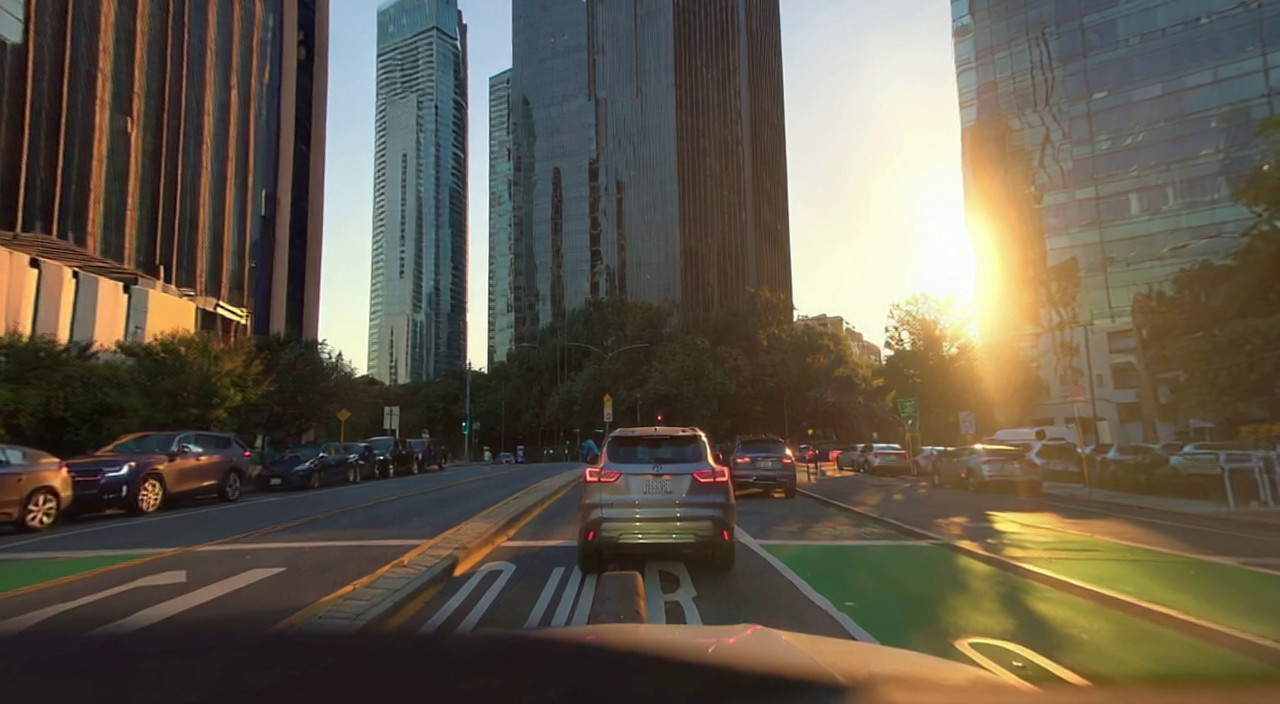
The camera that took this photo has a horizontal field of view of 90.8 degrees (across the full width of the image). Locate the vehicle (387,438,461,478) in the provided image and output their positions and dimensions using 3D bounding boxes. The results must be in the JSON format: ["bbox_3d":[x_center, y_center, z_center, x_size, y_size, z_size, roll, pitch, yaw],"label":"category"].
[{"bbox_3d":[-11.648,5.738,34.575,2.338,1.963,5.740,0,-8,-3],"label":"vehicle"}]

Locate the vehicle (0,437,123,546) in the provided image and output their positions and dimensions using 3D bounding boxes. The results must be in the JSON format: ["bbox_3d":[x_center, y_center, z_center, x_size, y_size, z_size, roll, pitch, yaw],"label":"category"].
[{"bbox_3d":[-9.975,1.980,8.918,1.844,1.524,4.371,0,-8,-4],"label":"vehicle"}]

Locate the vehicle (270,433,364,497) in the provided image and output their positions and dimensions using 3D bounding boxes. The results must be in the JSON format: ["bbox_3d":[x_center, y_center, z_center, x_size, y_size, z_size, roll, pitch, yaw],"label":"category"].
[{"bbox_3d":[-10.961,3.820,21.679,1.559,1.973,3.419,0,-8,-4],"label":"vehicle"}]

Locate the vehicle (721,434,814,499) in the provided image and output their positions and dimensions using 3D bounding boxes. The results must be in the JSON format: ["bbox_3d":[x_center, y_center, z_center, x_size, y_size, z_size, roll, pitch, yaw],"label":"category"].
[{"bbox_3d":[3.856,3.555,20.090,2.143,1.793,4.763,0,-8,2],"label":"vehicle"}]

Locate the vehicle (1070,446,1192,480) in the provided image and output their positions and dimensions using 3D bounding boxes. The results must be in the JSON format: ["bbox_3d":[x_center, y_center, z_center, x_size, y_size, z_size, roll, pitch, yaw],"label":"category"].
[{"bbox_3d":[31.139,7.027,40.376,5.890,1.996,2.155,-6,-10,34],"label":"vehicle"}]

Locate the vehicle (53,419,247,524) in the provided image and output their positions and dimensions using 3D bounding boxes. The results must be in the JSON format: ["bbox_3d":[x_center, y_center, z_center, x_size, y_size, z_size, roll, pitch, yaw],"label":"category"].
[{"bbox_3d":[-10.334,2.507,13.696,1.543,1.946,3.454,1,-8,-5],"label":"vehicle"}]

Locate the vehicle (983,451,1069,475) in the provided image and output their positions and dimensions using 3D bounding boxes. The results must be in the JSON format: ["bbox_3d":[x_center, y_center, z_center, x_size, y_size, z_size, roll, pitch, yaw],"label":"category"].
[{"bbox_3d":[28.268,8.067,46.328,5.153,1.626,1.895,-6,-11,36],"label":"vehicle"}]

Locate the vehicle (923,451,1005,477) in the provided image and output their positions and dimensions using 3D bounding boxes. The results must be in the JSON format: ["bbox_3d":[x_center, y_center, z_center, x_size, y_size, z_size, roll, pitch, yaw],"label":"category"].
[{"bbox_3d":[23.338,8.029,45.626,4.956,1.706,1.822,-6,-10,34],"label":"vehicle"}]

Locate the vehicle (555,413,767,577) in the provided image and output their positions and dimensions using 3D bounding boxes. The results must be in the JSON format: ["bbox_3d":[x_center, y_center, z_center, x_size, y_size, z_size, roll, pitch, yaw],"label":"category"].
[{"bbox_3d":[0.262,1.804,8.728,2.192,1.695,4.142,0,-8,1],"label":"vehicle"}]
